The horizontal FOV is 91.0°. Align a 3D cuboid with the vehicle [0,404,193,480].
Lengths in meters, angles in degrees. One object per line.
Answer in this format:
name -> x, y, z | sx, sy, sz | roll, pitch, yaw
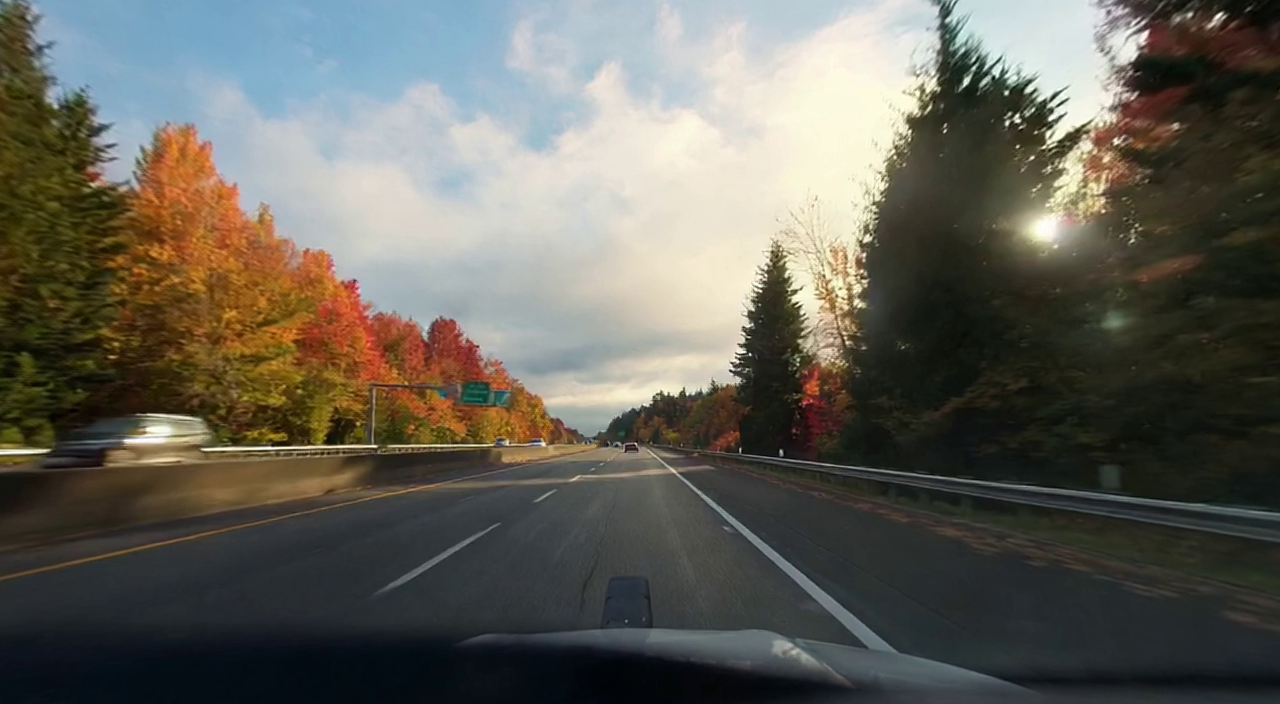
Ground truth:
vehicle -> -15.640, 2.573, 18.008 | 2.086, 1.872, 4.771 | 0, -8, 1
